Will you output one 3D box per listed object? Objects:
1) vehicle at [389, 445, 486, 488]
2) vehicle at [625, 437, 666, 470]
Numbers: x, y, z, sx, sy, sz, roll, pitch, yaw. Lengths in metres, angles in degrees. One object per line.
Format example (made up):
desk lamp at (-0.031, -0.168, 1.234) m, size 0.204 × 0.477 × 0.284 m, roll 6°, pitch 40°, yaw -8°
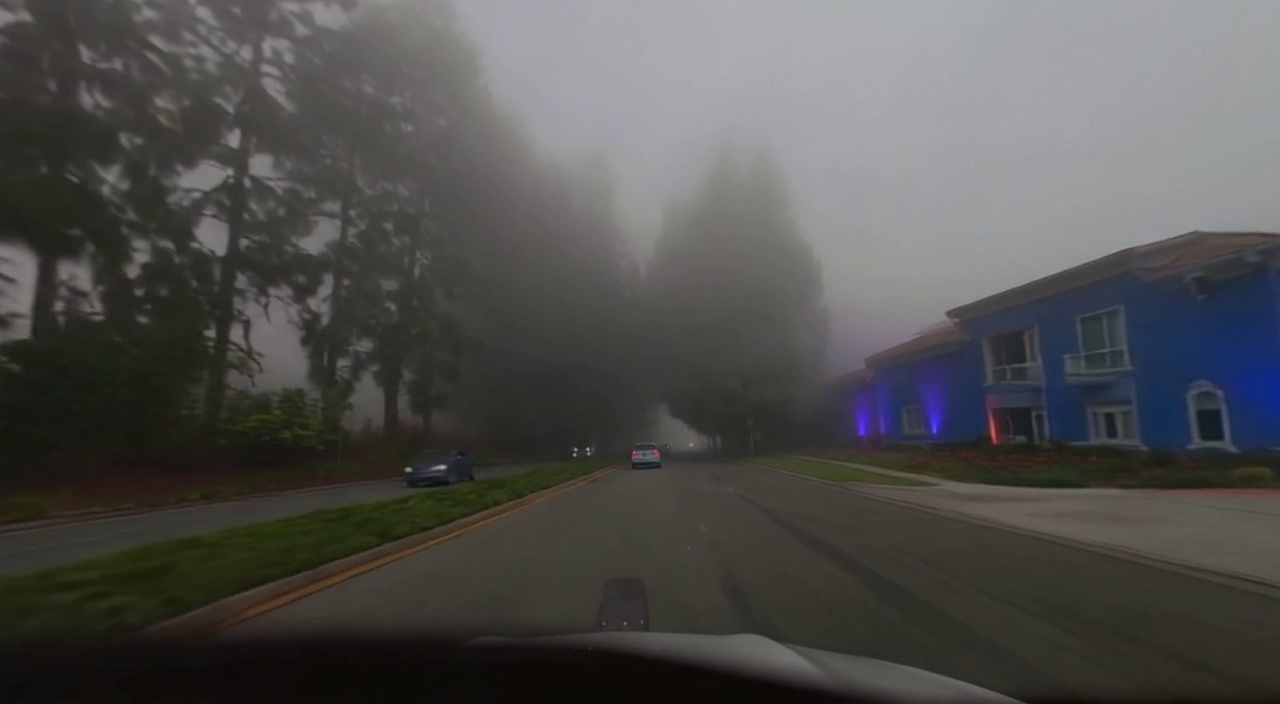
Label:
vehicle at (-7.670, 4.358, 24.358) m, size 2.040 × 1.465 × 4.448 m, roll 0°, pitch -8°, yaw 3°
vehicle at (0.376, 5.631, 35.164) m, size 2.129 × 1.713 × 4.314 m, roll 0°, pitch -8°, yaw 3°
